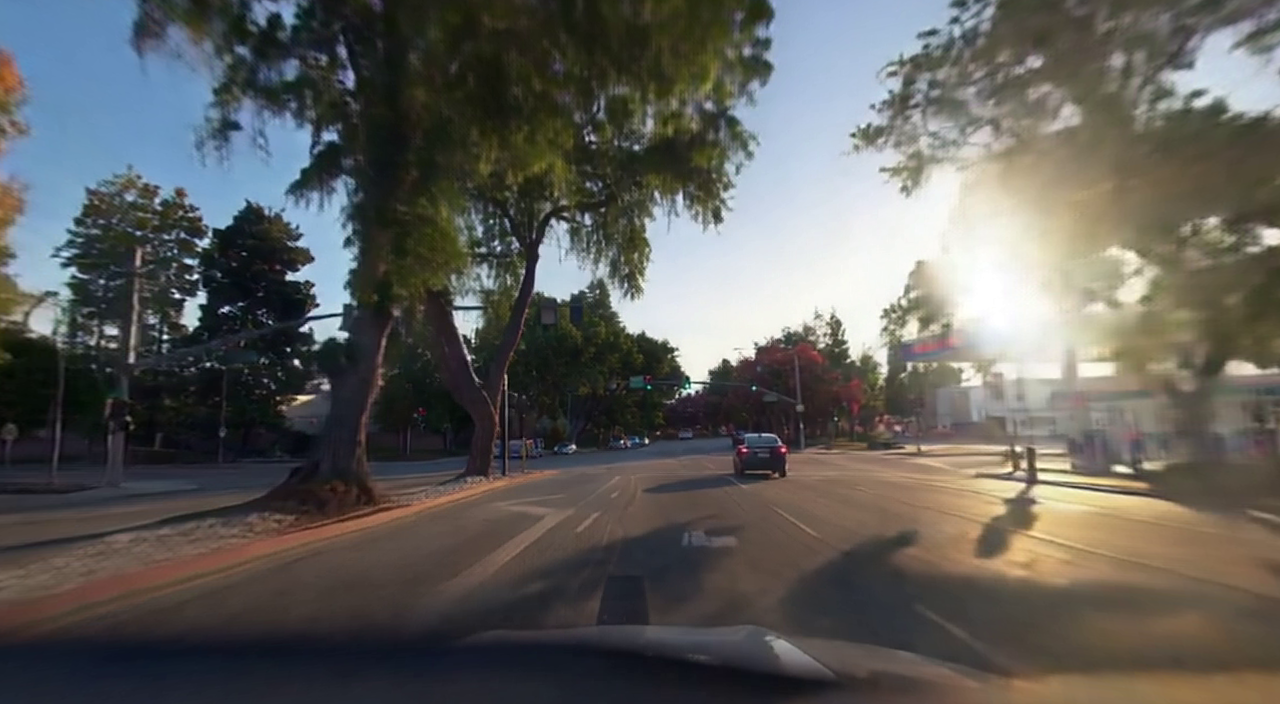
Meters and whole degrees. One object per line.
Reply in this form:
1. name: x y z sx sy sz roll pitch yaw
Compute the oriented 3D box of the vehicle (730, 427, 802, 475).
1. vehicle: 4.786 3.834 24.468 2.090 1.717 4.063 0 -8 2
